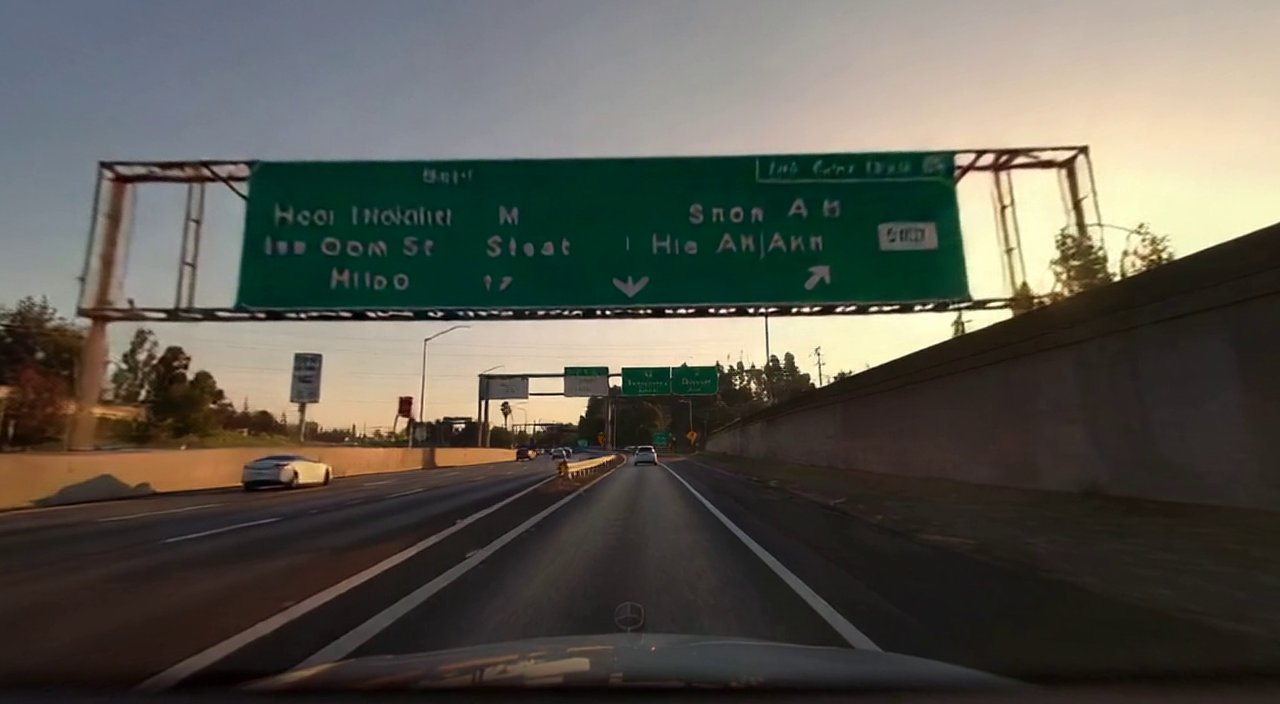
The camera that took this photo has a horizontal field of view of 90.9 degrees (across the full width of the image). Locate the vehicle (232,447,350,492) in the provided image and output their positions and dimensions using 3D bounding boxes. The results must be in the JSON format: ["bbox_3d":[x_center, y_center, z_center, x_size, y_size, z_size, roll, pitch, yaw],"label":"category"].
[{"bbox_3d":[-13.108,4.402,24.063,1.946,1.461,4.602,0,-8,-1],"label":"vehicle"}]

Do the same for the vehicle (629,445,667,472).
[{"bbox_3d":[0.406,6.232,37.166,2.137,1.461,3.999,0,-8,-1],"label":"vehicle"}]

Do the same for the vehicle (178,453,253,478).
[{"bbox_3d":[-28.540,7.625,42.562,1.988,1.517,4.641,0,-8,-2],"label":"vehicle"}]
